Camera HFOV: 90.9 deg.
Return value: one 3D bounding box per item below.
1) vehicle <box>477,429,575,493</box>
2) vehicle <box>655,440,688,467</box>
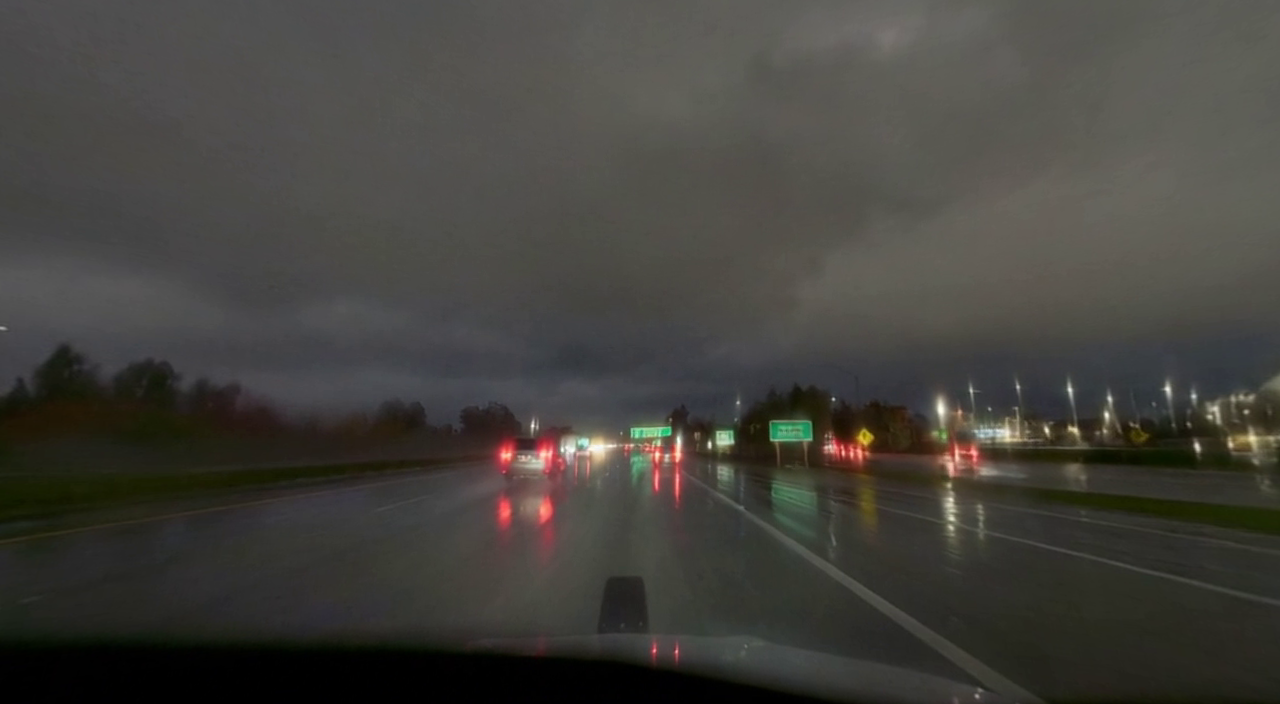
[{"bbox_3d":[-3.441,3.405,19.988,2.214,1.759,4.435,-1,-8,1],"label":"vehicle"},{"bbox_3d":[1.991,6.532,40.714,2.023,1.589,4.030,-1,-8,1],"label":"vehicle"}]
